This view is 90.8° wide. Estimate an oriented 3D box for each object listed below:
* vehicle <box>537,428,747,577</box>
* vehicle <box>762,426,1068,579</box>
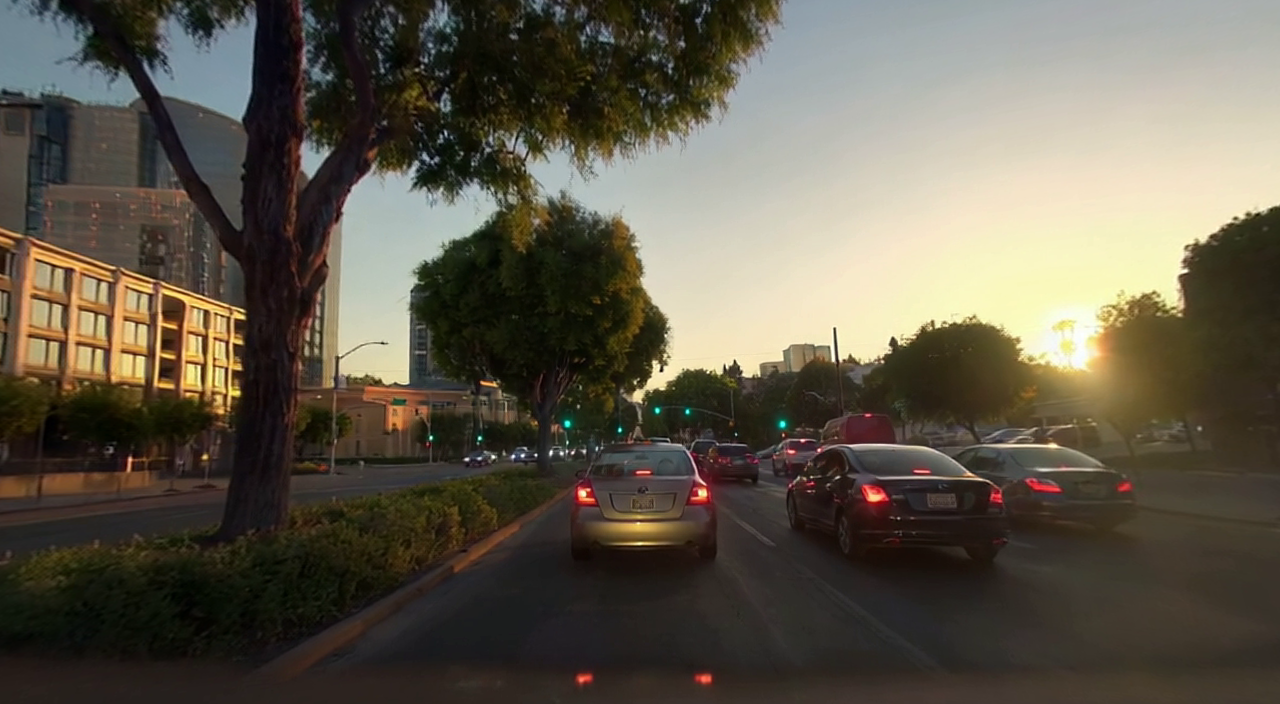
[{"bbox_3d":[-0.024,1.817,8.462,2.105,1.474,4.127,0,-8,-1],"label":"vehicle"},{"bbox_3d":[3.154,1.815,8.532,1.995,1.483,4.533,0,-8,-1],"label":"vehicle"}]
